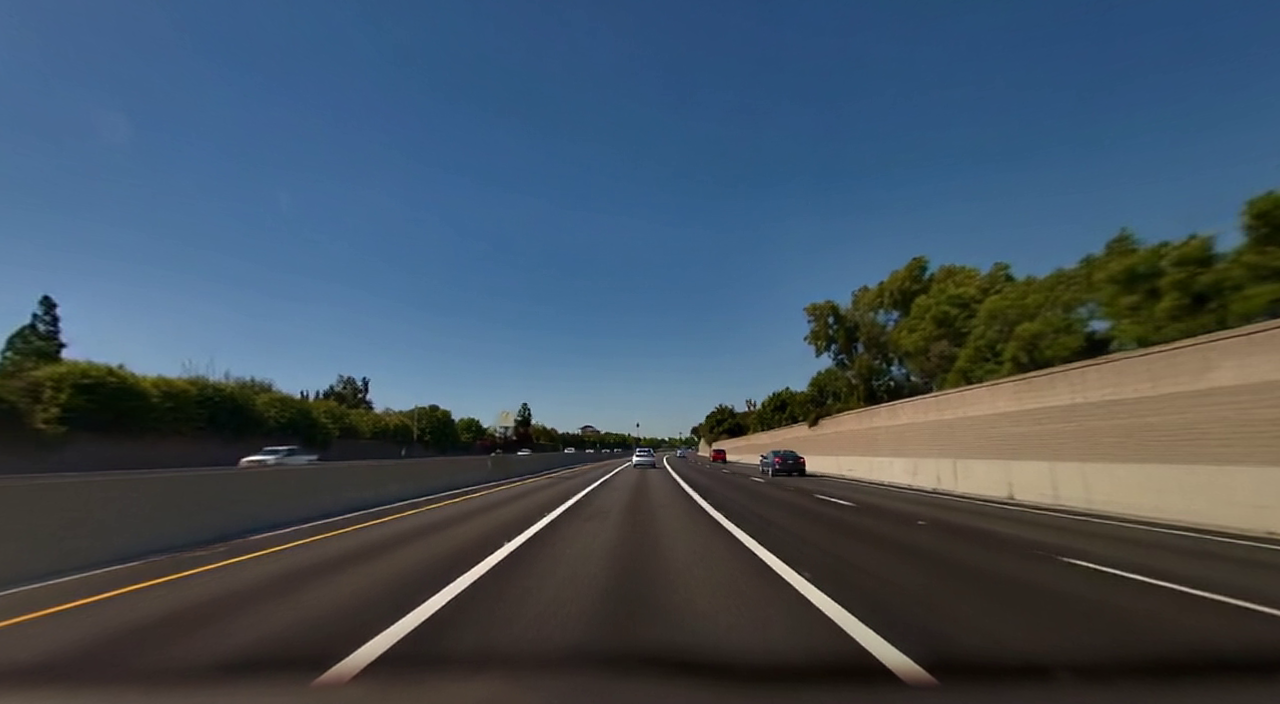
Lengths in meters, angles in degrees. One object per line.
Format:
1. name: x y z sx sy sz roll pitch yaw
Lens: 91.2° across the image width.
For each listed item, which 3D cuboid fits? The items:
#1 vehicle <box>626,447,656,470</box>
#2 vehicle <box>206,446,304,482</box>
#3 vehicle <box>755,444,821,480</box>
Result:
1. vehicle: 0.077 7.513 44.512 2.025 1.526 4.181 0 -9 0
2. vehicle: -19.324 5.613 31.755 1.955 1.678 4.699 0 -9 0
3. vehicle: 6.947 5.214 29.949 2.008 1.533 4.592 0 -9 -1
